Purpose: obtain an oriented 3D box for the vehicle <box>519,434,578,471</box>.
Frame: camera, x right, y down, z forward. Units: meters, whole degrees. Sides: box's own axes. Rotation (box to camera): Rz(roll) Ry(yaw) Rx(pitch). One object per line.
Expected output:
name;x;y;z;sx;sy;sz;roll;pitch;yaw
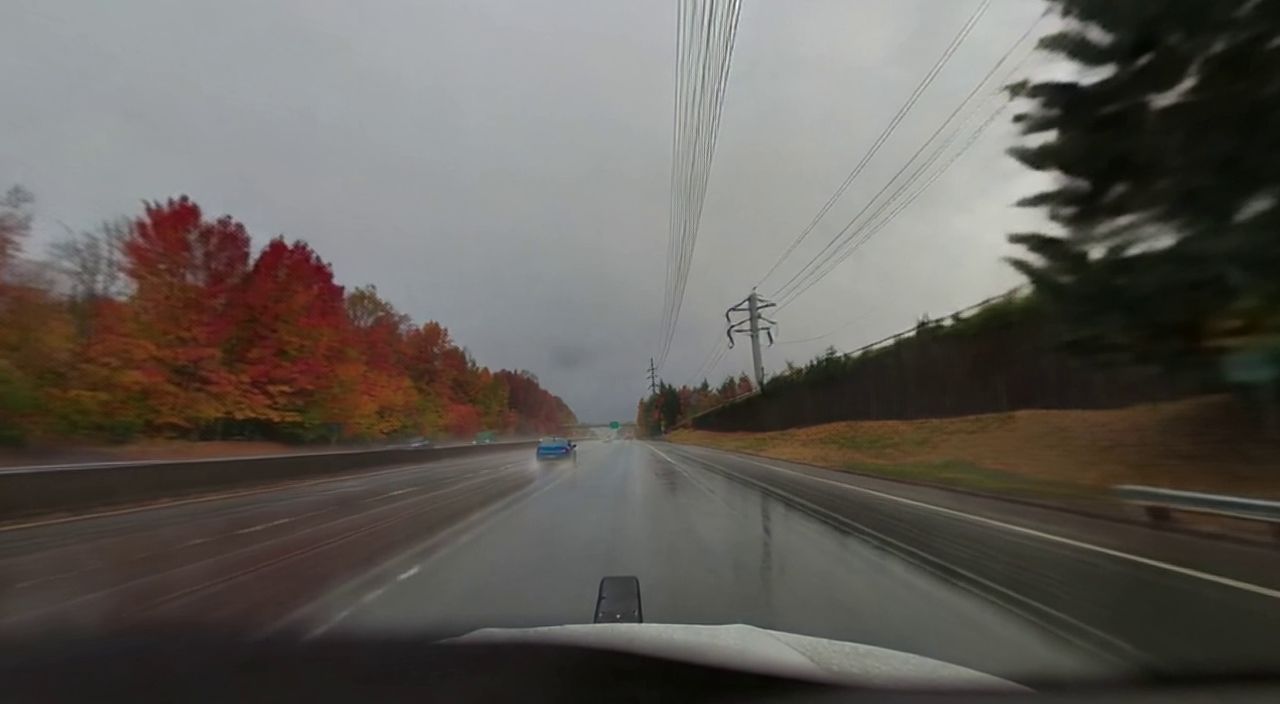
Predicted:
vehicle;-3.940;4.375;27.758;2.025;1.475;4.379;0;-8;-1
